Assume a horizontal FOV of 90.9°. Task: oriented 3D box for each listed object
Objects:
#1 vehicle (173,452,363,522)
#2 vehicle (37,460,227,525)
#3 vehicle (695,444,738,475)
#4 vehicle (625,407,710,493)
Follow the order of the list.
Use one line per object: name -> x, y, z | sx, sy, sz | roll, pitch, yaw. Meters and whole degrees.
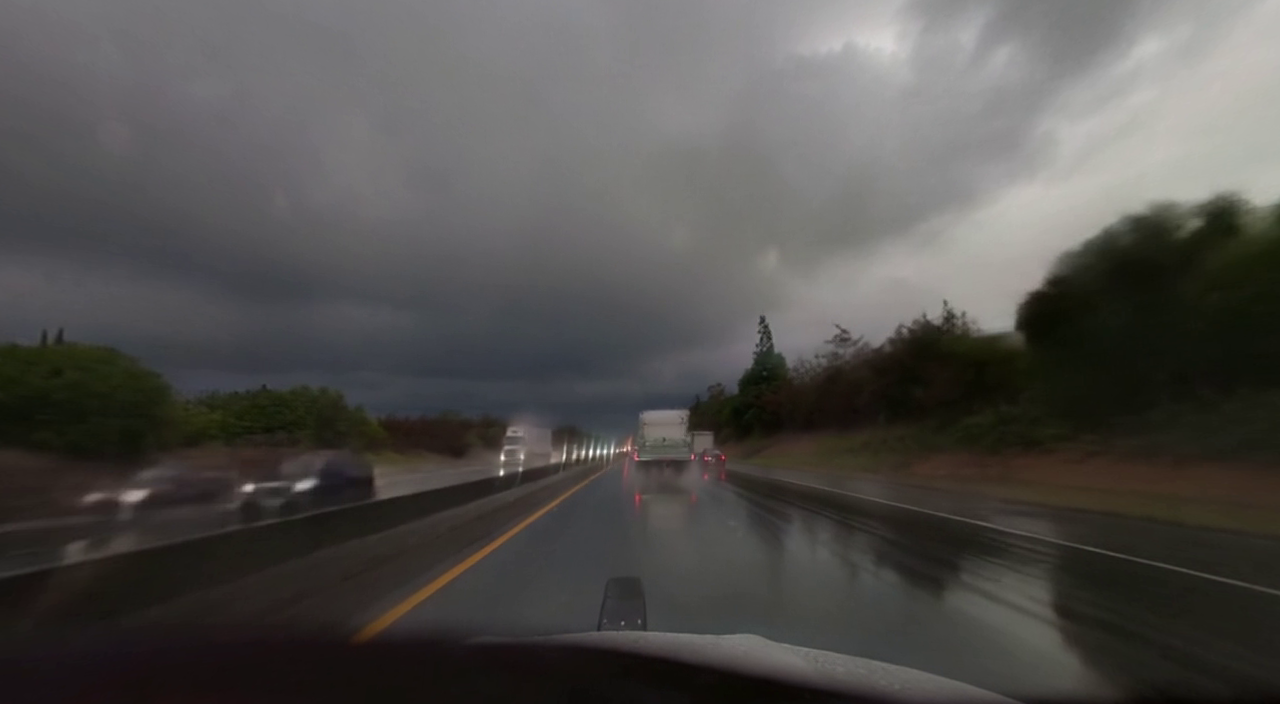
vehicle -> -9.164, 3.323, 16.139 | 2.090, 1.496, 4.568 | 0, -9, 0
vehicle -> -13.490, 3.702, 17.107 | 1.900, 1.459, 3.853 | 0, -9, 0
vehicle -> 3.813, 5.443, 32.134 | 1.654, 1.441, 4.066 | 0, -9, -1
vehicle -> 0.742, 3.275, 21.161 | 2.423, 2.517, 5.055 | 0, -9, -2
